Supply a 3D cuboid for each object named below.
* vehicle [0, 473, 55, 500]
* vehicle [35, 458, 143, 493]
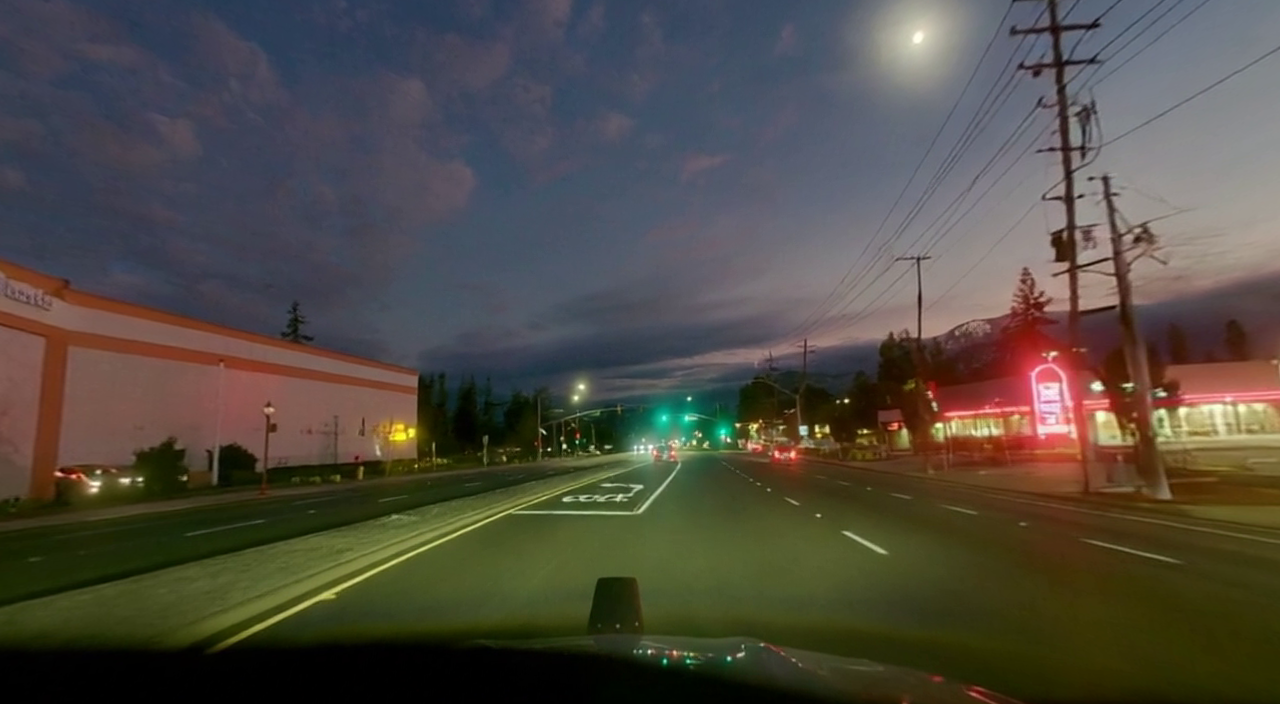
[{"bbox_3d":[-42.973,9.061,42.569,2.035,1.594,4.977,-1,-8,5],"label":"vehicle"},{"bbox_3d":[-30.847,6.907,35.470,4.137,1.733,2.016,2,-10,3],"label":"vehicle"}]
